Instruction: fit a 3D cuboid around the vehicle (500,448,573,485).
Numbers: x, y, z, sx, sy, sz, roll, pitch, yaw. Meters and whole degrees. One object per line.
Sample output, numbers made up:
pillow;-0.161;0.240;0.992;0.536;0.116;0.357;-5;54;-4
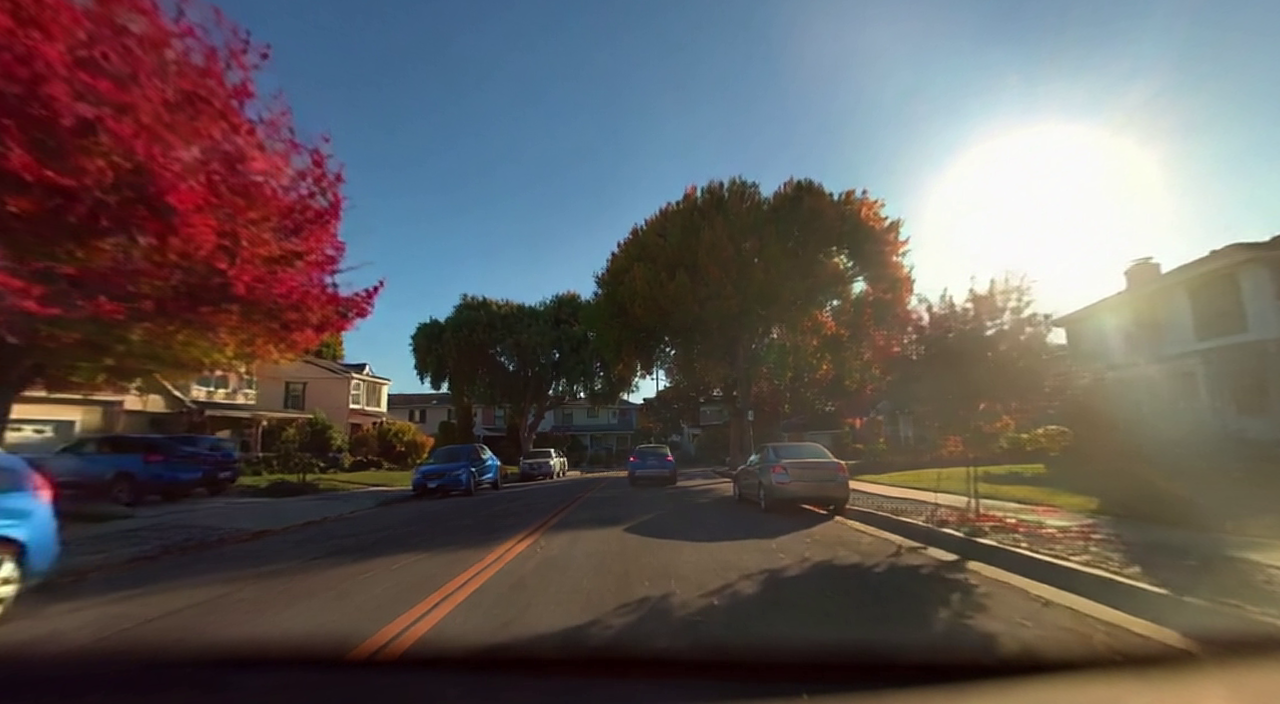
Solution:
vehicle;-5.562;6.210;34.605;2.641;1.747;4.738;-4;-9;7

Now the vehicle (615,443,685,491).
vehicle;0.429;3.951;22.034;2.192;1.474;4.192;-1;-9;3

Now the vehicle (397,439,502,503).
vehicle;-6.440;4.067;21.997;2.235;1.851;4.662;-2;-9;0

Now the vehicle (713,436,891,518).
vehicle;3.327;2.697;14.181;2.429;1.502;4.474;1;-9;-5

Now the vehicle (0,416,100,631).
vehicle;-6.444;1.282;3.812;2.254;1.773;4.795;-3;-8;-2

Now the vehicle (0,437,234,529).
vehicle;-12.734;3.118;15.330;4.461;1.717;1.936;-4;-7;-4
